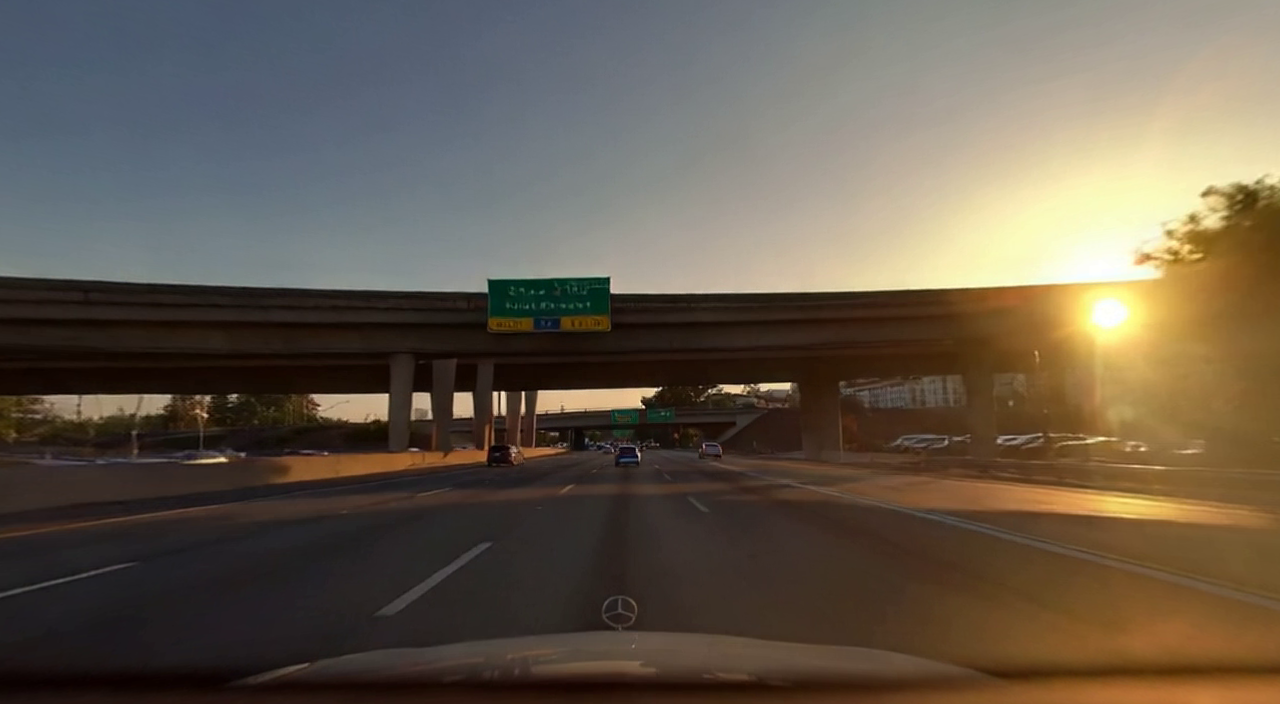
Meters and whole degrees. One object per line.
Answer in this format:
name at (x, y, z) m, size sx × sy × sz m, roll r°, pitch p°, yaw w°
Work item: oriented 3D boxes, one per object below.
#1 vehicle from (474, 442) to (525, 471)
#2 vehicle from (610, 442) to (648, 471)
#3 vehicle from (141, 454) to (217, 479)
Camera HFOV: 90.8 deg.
vehicle at (-8.054, 6.030, 36.551) m, size 1.957 × 1.554 × 4.350 m, roll 0°, pitch -8°, yaw -1°
vehicle at (-0.642, 5.805, 35.332) m, size 2.012 × 1.471 × 4.059 m, roll 0°, pitch -8°, yaw -2°
vehicle at (-35.645, 8.832, 49.044) m, size 2.066 × 1.765 × 5.013 m, roll 0°, pitch -8°, yaw 0°
